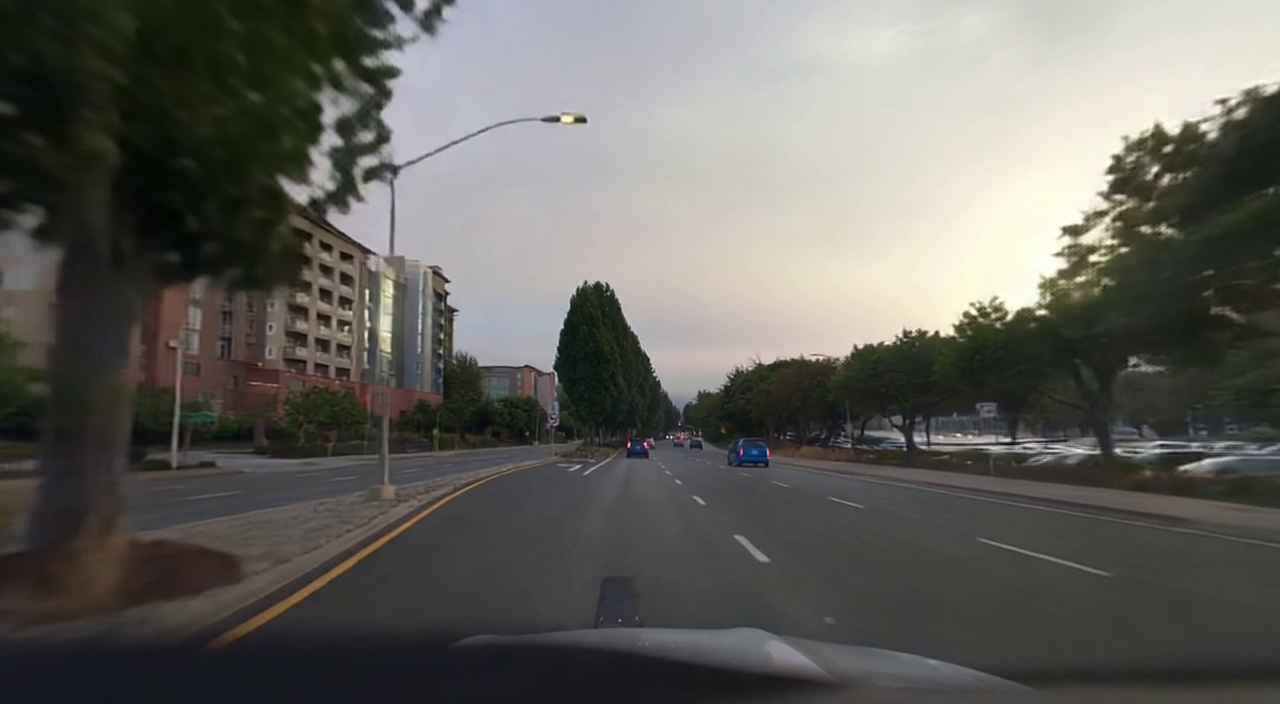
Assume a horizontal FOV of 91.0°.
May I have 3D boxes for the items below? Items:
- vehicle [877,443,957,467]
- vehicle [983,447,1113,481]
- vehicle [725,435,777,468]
[{"bbox_3d":[19.070,7.102,43.479,4.644,1.552,1.980,0,-8,3],"label":"vehicle"},{"bbox_3d":[19.057,5.222,29.549,4.683,1.462,1.995,1,-8,1],"label":"vehicle"},{"bbox_3d":[6.557,5.947,37.724,2.136,1.799,4.796,1,-8,-2],"label":"vehicle"}]
